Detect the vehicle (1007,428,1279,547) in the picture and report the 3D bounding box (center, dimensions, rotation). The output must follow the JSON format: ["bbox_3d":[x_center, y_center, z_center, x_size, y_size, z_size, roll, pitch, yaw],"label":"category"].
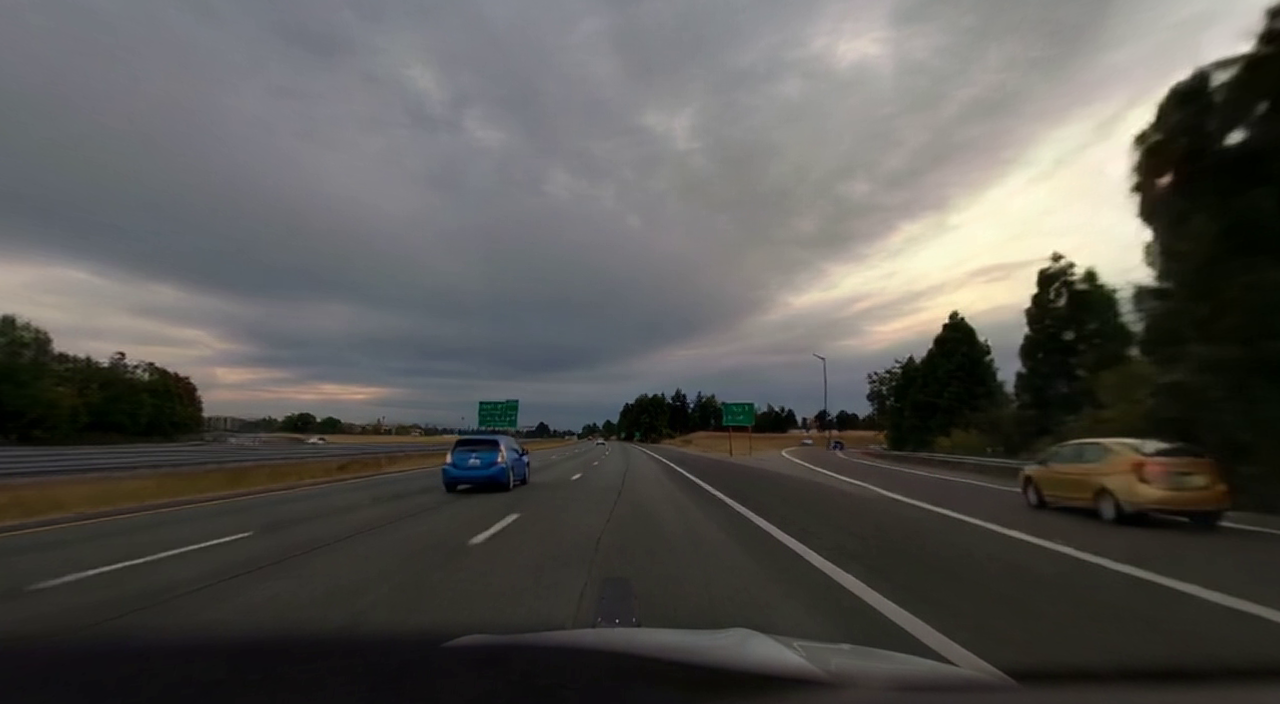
[{"bbox_3d":[8.722,2.182,11.018,2.084,1.614,4.762,-1,-8,5],"label":"vehicle"}]

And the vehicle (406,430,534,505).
[{"bbox_3d":[-3.932,2.724,15.350,2.008,1.567,3.959,0,-8,0],"label":"vehicle"}]
